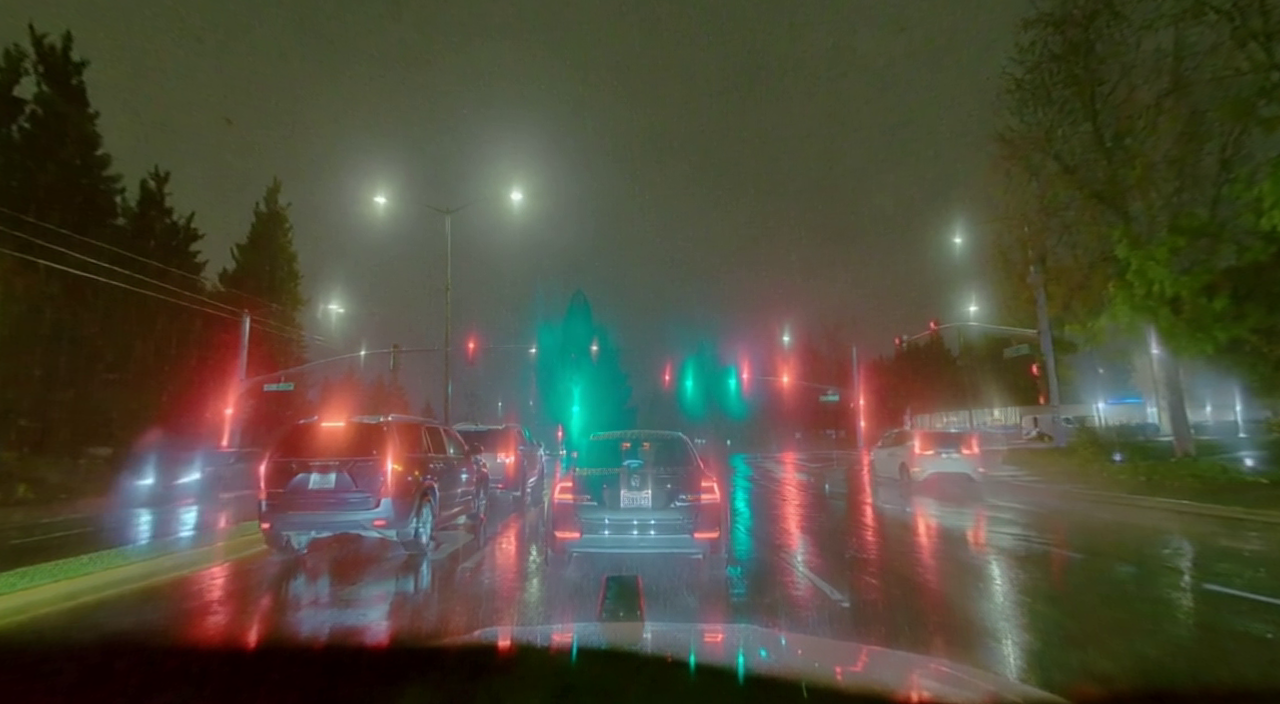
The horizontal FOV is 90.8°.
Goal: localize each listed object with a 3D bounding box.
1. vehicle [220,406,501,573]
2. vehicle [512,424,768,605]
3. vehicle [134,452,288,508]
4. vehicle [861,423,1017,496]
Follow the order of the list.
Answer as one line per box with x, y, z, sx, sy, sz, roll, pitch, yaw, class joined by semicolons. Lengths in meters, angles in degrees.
-3.429;1.762;8.861;2.046;1.751;4.208;0;-8;-1;vehicle
-0.059;1.644;7.308;2.126;1.475;3.967;0;-8;-2;vehicle
-12.955;3.841;19.450;1.841;1.469;4.202;0;-8;-1;vehicle
7.913;2.898;17.322;2.059;1.719;4.443;0;-8;0;vehicle
